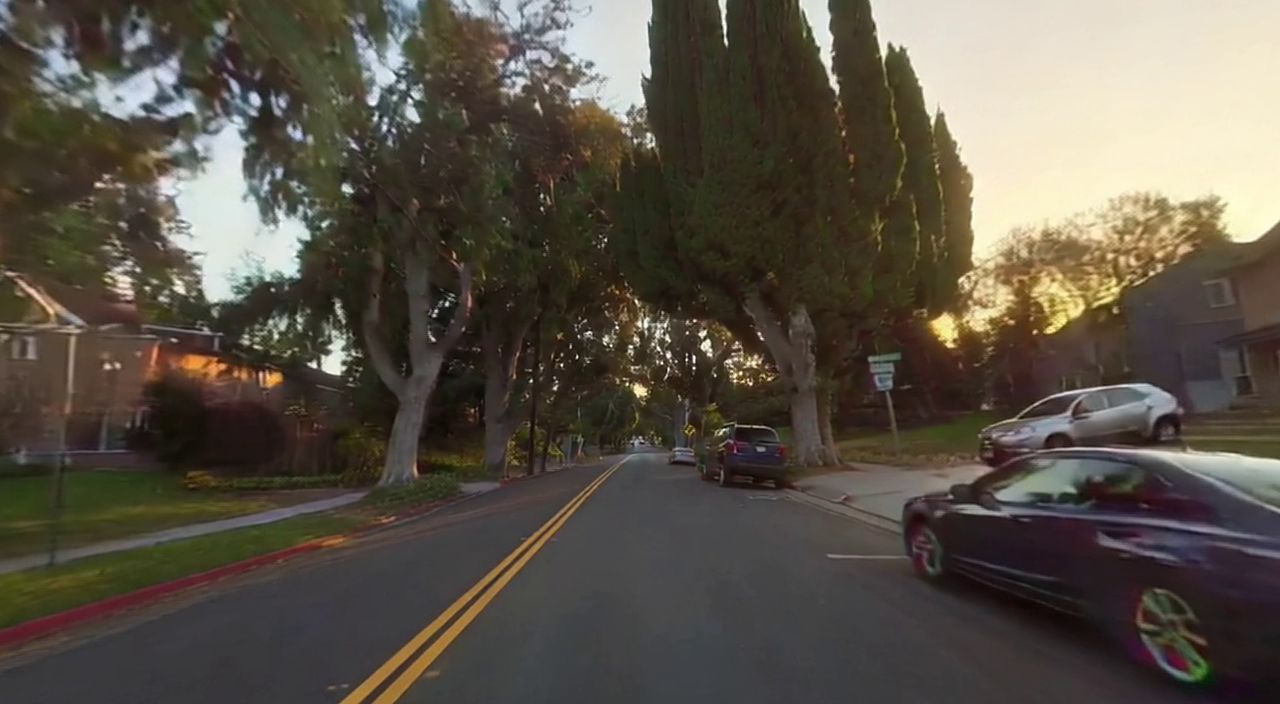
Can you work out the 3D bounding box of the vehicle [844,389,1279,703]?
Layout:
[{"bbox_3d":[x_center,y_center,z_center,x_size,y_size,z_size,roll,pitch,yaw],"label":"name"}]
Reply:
[{"bbox_3d":[3.306,1.202,4.516,1.903,1.470,4.915,0,-9,-2],"label":"vehicle"}]

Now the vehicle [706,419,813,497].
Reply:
[{"bbox_3d":[3.203,2.997,18.210,2.020,1.900,5.202,0,-9,0],"label":"vehicle"}]

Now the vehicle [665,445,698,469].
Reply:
[{"bbox_3d":[3.081,7.892,47.529,2.068,1.675,4.013,0,-9,-2],"label":"vehicle"}]
